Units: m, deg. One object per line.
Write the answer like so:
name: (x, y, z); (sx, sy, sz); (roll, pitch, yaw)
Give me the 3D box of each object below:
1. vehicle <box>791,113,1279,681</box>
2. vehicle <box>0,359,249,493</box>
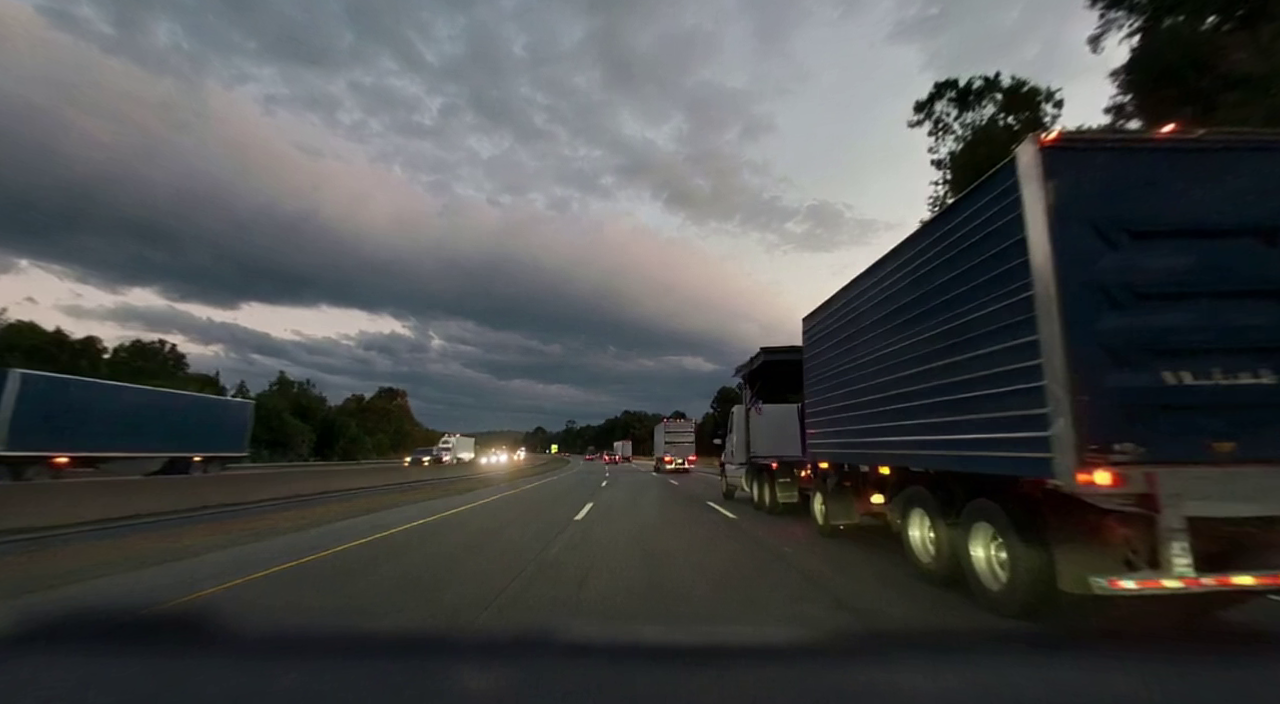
vehicle: (4.319, 0.738, 7.877); (2.832, 3.839, 7.263); (0, -9, -1)
vehicle: (-21.030, 3.088, 24.402); (2.921, 4.005, 14.421); (0, -9, -2)
